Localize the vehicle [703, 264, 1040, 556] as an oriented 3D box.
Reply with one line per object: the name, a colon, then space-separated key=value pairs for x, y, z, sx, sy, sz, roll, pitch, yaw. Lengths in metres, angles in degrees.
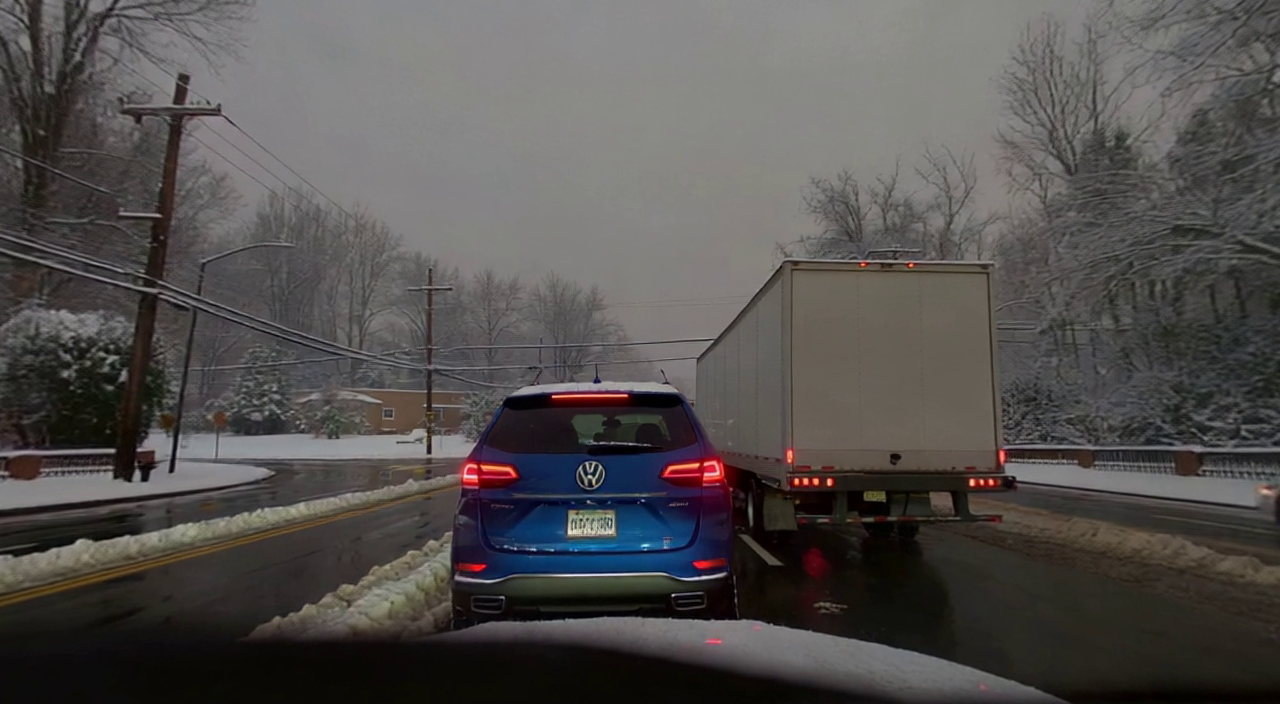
vehicle: x=3.219 y=1.292 z=12.095 sx=2.915 sy=3.559 sz=8.848 roll=0 pitch=-8 yaw=-1

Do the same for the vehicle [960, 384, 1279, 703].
vehicle: x=2.829 y=0.746 z=1.195 sx=1.971 sy=1.484 sz=4.728 roll=0 pitch=-8 yaw=0

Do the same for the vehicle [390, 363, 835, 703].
vehicle: x=-0.126 y=1.229 z=5.199 sx=2.114 sy=1.732 sz=4.230 roll=0 pitch=-8 yaw=0
